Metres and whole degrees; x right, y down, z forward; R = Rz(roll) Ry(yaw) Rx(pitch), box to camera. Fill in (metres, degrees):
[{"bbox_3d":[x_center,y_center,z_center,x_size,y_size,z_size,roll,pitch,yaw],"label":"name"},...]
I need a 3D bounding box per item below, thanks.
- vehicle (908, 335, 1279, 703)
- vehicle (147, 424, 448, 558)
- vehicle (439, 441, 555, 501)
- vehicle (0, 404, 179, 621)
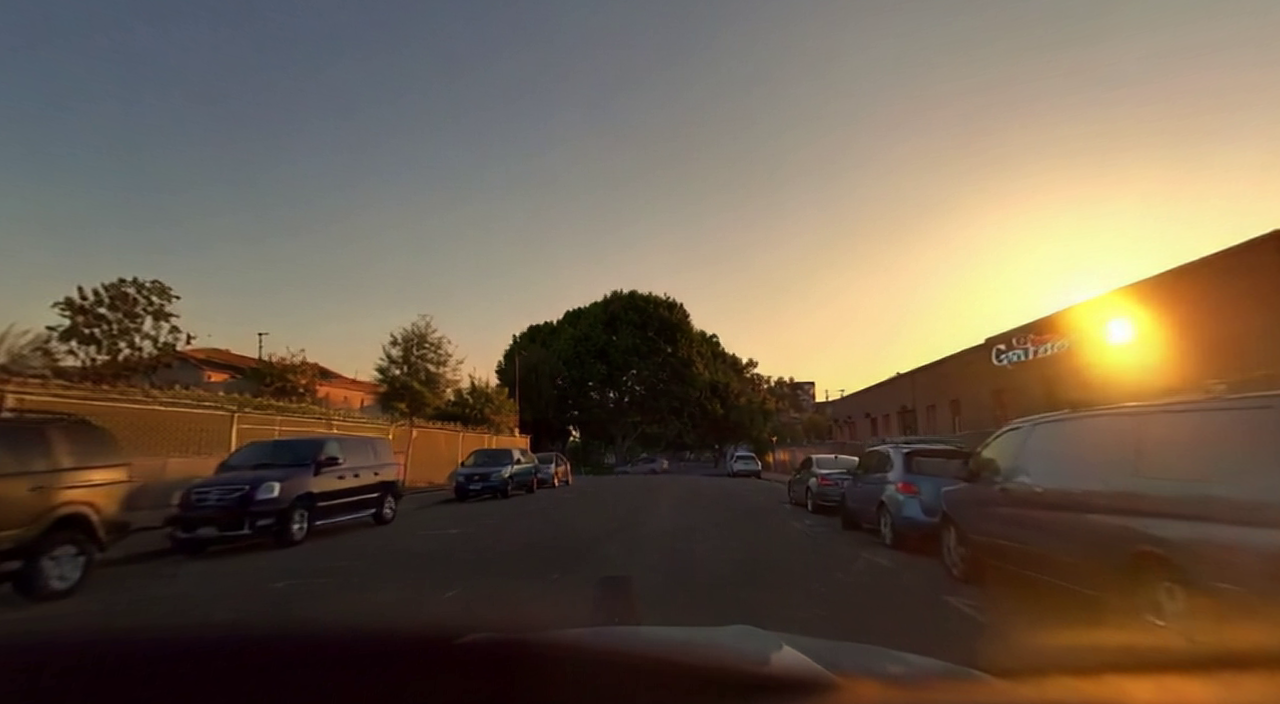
[{"bbox_3d":[4.387,1.230,4.887,2.327,2.021,5.850,1,-8,3],"label":"vehicle"},{"bbox_3d":[-5.964,2.476,12.254,2.304,1.937,5.720,-1,-9,4],"label":"vehicle"},{"bbox_3d":[-5.044,4.299,23.397,2.504,1.919,5.658,-1,-9,6],"label":"vehicle"},{"bbox_3d":[-6.613,1.411,5.529,1.857,1.908,4.081,-1,-9,3],"label":"vehicle"}]
